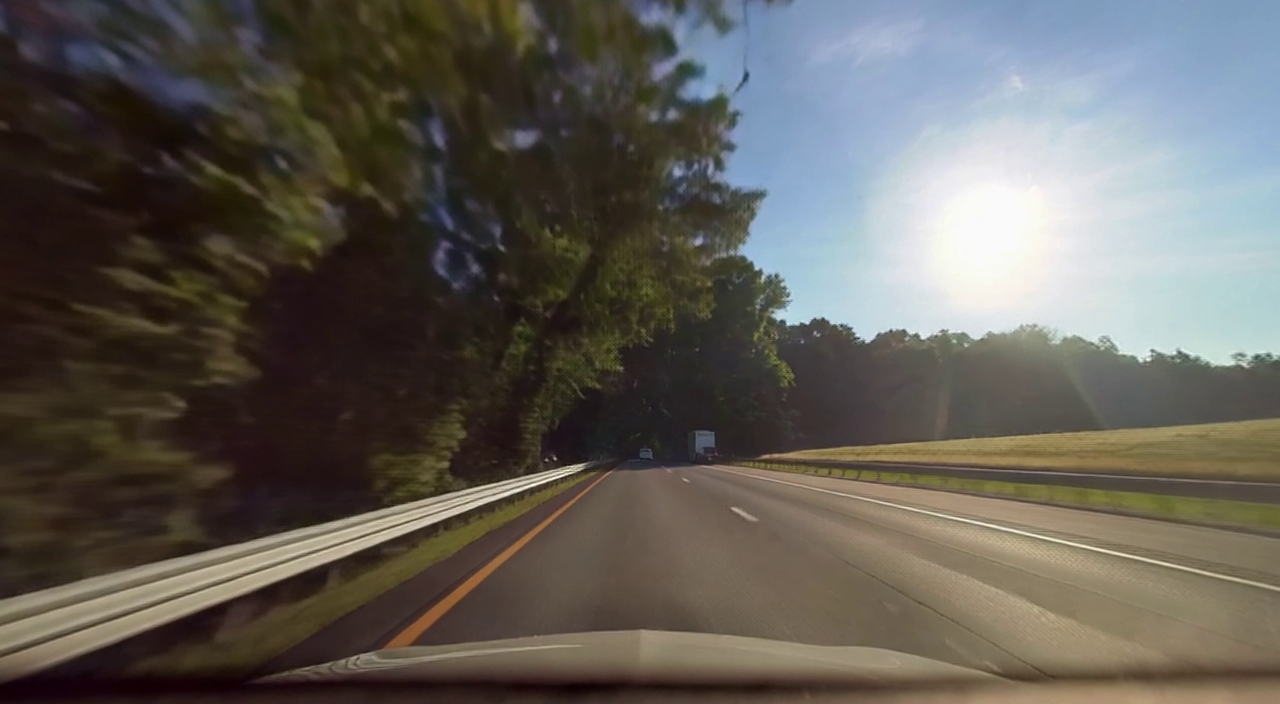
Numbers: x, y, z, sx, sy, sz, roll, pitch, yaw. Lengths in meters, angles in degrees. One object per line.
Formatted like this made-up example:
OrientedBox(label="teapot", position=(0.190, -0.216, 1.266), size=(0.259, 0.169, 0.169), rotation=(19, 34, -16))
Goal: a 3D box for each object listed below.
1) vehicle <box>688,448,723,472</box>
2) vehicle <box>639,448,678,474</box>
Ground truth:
OrientedBox(label="vehicle", position=(4.388, 7.246, 42.473), size=(1.846, 1.485, 3.679), rotation=(0, -9, -2))
OrientedBox(label="vehicle", position=(1.054, 6.589, 38.252), size=(2.162, 1.492, 3.975), rotation=(0, -9, -1))
